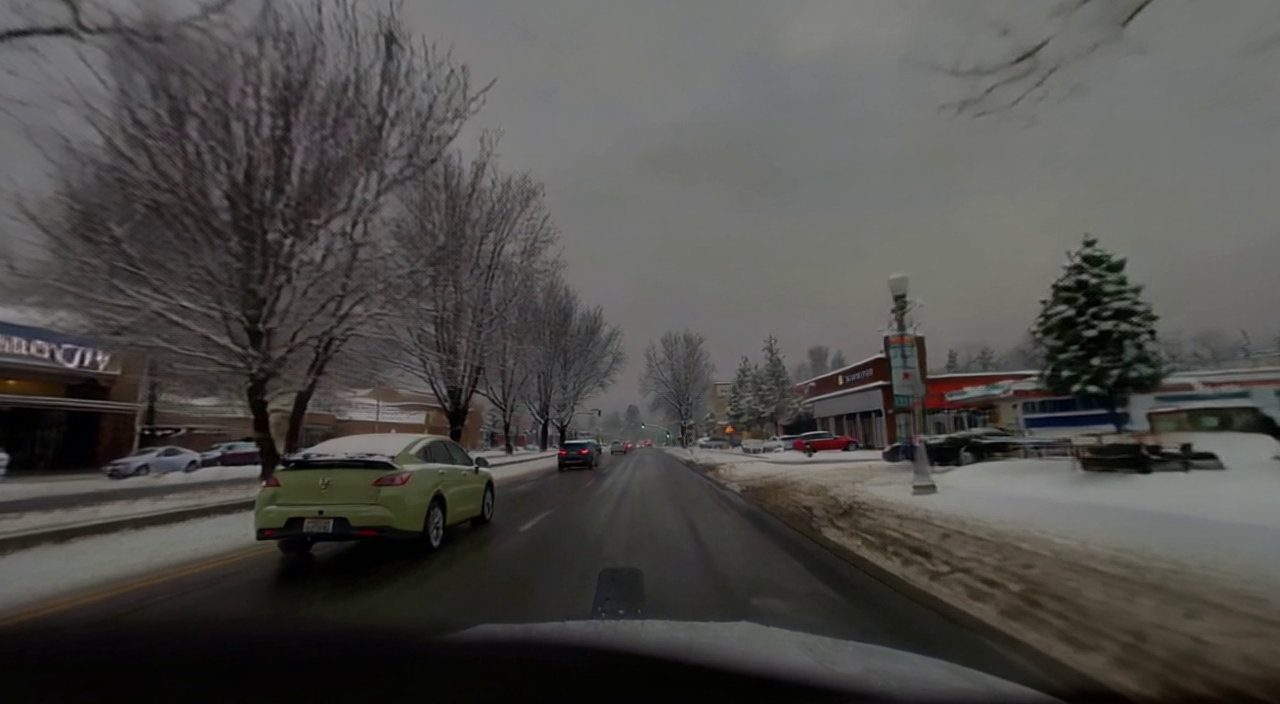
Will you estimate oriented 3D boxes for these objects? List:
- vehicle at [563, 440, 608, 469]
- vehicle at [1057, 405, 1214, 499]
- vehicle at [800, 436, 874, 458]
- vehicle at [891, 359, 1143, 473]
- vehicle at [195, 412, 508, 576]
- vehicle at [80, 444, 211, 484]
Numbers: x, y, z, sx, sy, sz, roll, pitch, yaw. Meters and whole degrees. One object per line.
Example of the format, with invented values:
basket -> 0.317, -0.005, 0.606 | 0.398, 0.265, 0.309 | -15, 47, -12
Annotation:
vehicle -> -2.966, 5.678, 35.042 | 1.955, 1.461, 4.396 | 0, -9, 2
vehicle -> 11.895, 2.350, 15.004 | 5.297, 1.843, 2.097 | 8, -12, -44
vehicle -> 14.298, 6.890, 45.941 | 4.697, 1.518, 1.990 | 0, -8, -2
vehicle -> 15.199, 2.688, 26.041 | 8.300, 4.310, 2.832 | -1, -9, 1
vehicle -> -3.437, 1.805, 8.803 | 2.126, 1.655, 4.560 | 0, -9, 1
vehicle -> -25.575, 5.787, 33.058 | 2.258, 1.896, 5.595 | 0, -9, 1
